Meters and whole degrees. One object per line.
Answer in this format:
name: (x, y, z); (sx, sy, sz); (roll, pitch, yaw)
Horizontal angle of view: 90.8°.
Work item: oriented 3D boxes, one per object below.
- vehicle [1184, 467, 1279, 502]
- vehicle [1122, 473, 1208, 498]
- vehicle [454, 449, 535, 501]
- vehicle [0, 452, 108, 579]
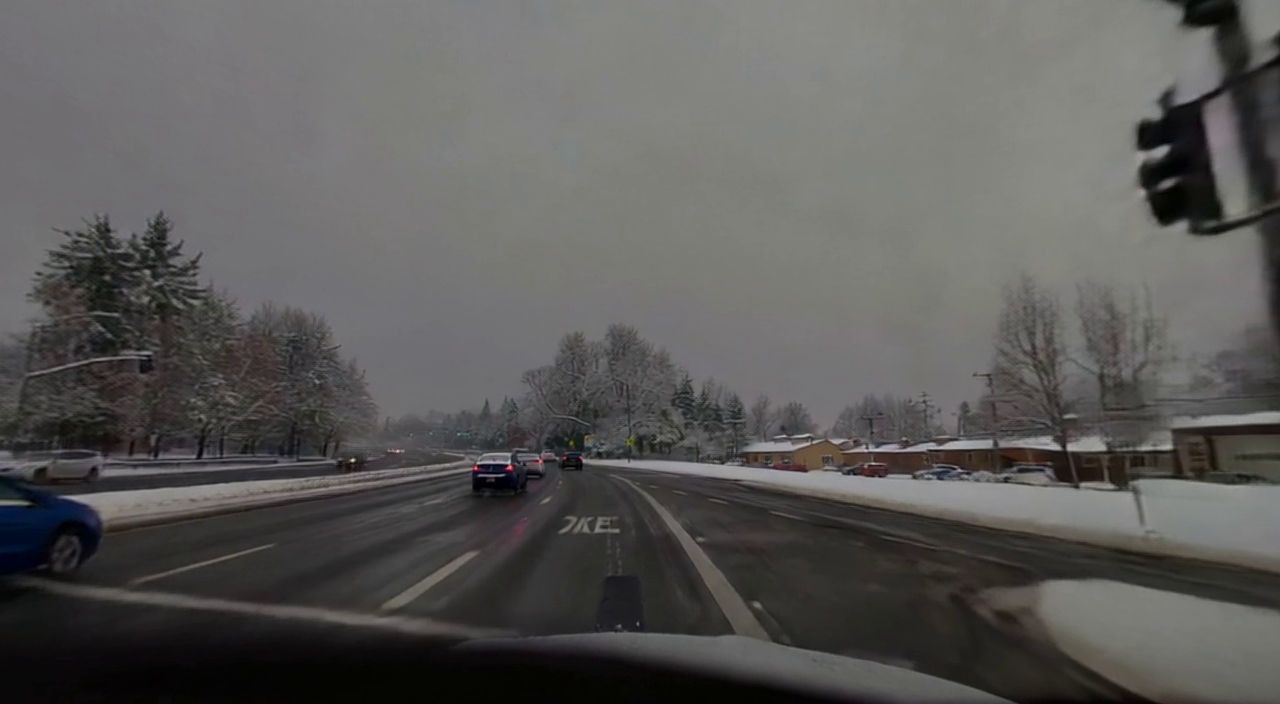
vehicle: (36.831, 8.085, 38.873); (1.888, 1.758, 5.043); (1, -9, -5)
vehicle: (36.196, 9.184, 43.720); (1.698, 1.438, 4.442); (1, -9, -8)
vehicle: (-5.063, 4.328, 22.709); (2.098, 1.613, 4.606); (0, -9, -4)
vehicle: (-8.298, 1.787, 6.615); (1.889, 1.429, 4.029); (0, -9, 1)
